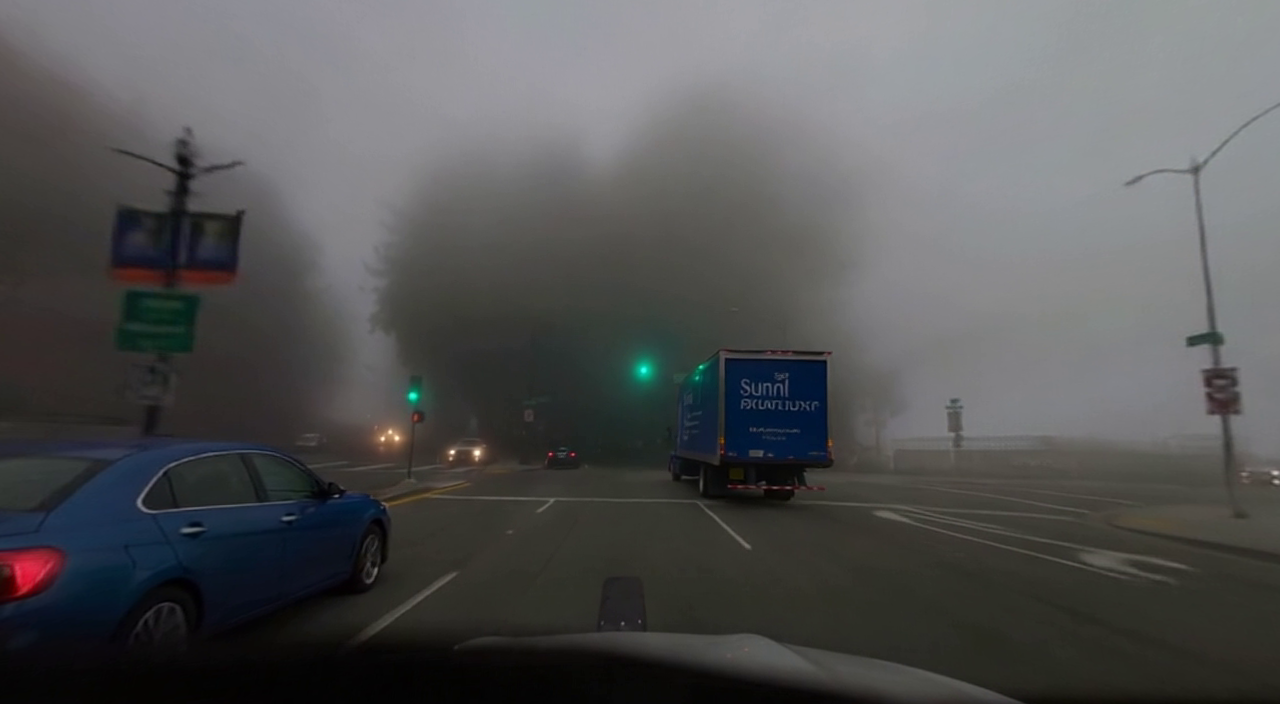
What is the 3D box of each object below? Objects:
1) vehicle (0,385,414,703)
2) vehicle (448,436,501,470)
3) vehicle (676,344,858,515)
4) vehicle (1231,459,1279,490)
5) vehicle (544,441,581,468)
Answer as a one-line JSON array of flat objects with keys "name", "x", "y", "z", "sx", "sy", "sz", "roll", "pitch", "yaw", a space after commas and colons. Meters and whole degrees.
[{"name": "vehicle", "x": -3.243, "y": 1.154, "z": 4.076, "sx": 1.828, "sy": 1.515, "sz": 4.422, "roll": 0, "pitch": -9, "yaw": 1}, {"name": "vehicle", "x": -9.701, "y": 5.986, "z": 37.259, "sx": 2.374, "sy": 1.863, "sz": 4.751, "roll": 1, "pitch": -9, "yaw": -7}, {"name": "vehicle", "x": 2.970, "y": 2.275, "z": 17.758, "sx": 2.905, "sy": 3.644, "sz": 8.441, "roll": 0, "pitch": -9, "yaw": -3}, {"name": "vehicle", "x": 47.157, "y": 9.033, "z": 46.499, "sx": 5.091, "sy": 2.041, "sz": 2.327, "roll": 2, "pitch": -9, "yaw": -15}, {"name": "vehicle", "x": -5.415, "y": 7.229, "z": 44.511, "sx": 2.388, "sy": 1.811, "sz": 4.455, "roll": 1, "pitch": -9, "yaw": -4}]
